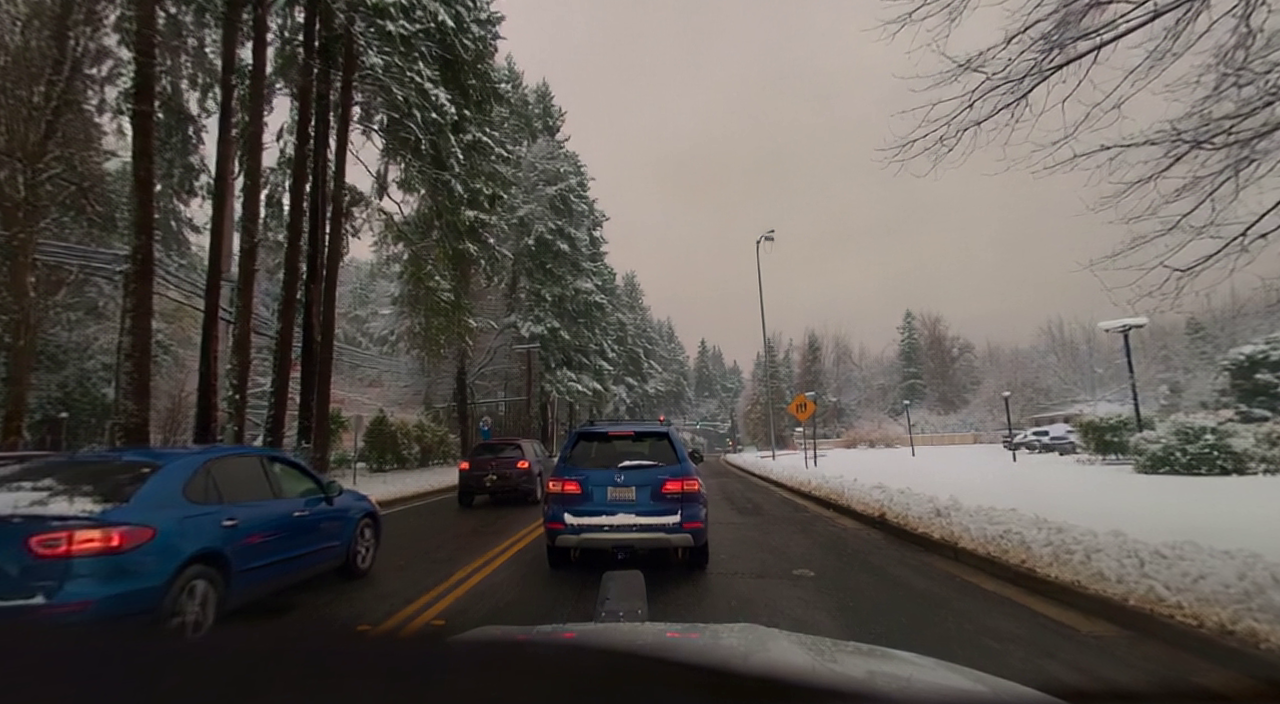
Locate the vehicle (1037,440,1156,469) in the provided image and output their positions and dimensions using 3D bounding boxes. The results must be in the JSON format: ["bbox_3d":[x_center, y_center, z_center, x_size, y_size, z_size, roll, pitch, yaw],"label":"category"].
[{"bbox_3d":[28.419,6.354,39.423,5.955,1.702,2.166,1,-8,-6],"label":"vehicle"}]

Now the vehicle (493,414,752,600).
[{"bbox_3d":[-0.128,1.628,7.474,2.229,1.591,3.897,0,-8,1],"label":"vehicle"}]

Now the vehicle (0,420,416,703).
[{"bbox_3d":[-3.610,1.359,4.975,1.922,1.464,4.424,0,-8,2],"label":"vehicle"}]
